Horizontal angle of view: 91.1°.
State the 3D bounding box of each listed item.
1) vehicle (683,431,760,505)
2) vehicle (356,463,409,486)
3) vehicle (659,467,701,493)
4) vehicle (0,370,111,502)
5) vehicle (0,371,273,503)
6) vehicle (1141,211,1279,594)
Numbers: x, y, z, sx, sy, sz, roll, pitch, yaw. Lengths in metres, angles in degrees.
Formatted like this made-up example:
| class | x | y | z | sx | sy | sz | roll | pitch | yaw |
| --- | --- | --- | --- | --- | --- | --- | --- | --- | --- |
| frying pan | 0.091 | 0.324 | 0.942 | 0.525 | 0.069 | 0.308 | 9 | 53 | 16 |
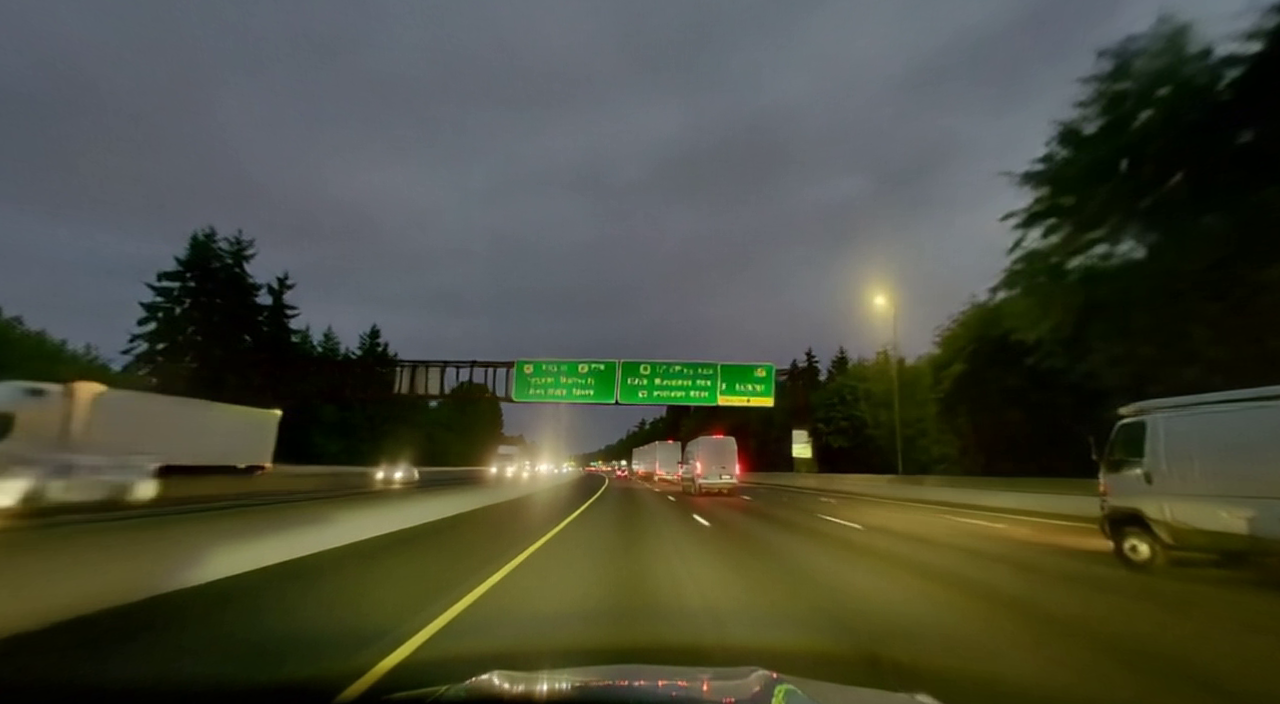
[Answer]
| class | x | y | z | sx | sy | sz | roll | pitch | yaw |
| --- | --- | --- | --- | --- | --- | --- | --- | --- | --- |
| vehicle | 3.141 | 4.704 | 25.534 | 2.291 | 2.639 | 5.280 | 1 | -10 | -2 |
| vehicle | -17.877 | 8.518 | 43.848 | 1.950 | 1.499 | 4.151 | 1 | -10 | -1 |
| vehicle | 2.316 | 7.596 | 37.462 | 2.081 | 1.453 | 4.300 | 1 | -10 | -2 |
| vehicle | -21.108 | 2.713 | 20.063 | 2.923 | 3.992 | 5.858 | 1 | -10 | 0 |
| vehicle | -21.264 | 3.893 | 26.588 | 2.909 | 4.066 | 14.514 | 1 | -10 | -1 |
| vehicle | 8.200 | 0.306 | 5.291 | 2.973 | 3.981 | 5.821 | 0 | -10 | 2 |
